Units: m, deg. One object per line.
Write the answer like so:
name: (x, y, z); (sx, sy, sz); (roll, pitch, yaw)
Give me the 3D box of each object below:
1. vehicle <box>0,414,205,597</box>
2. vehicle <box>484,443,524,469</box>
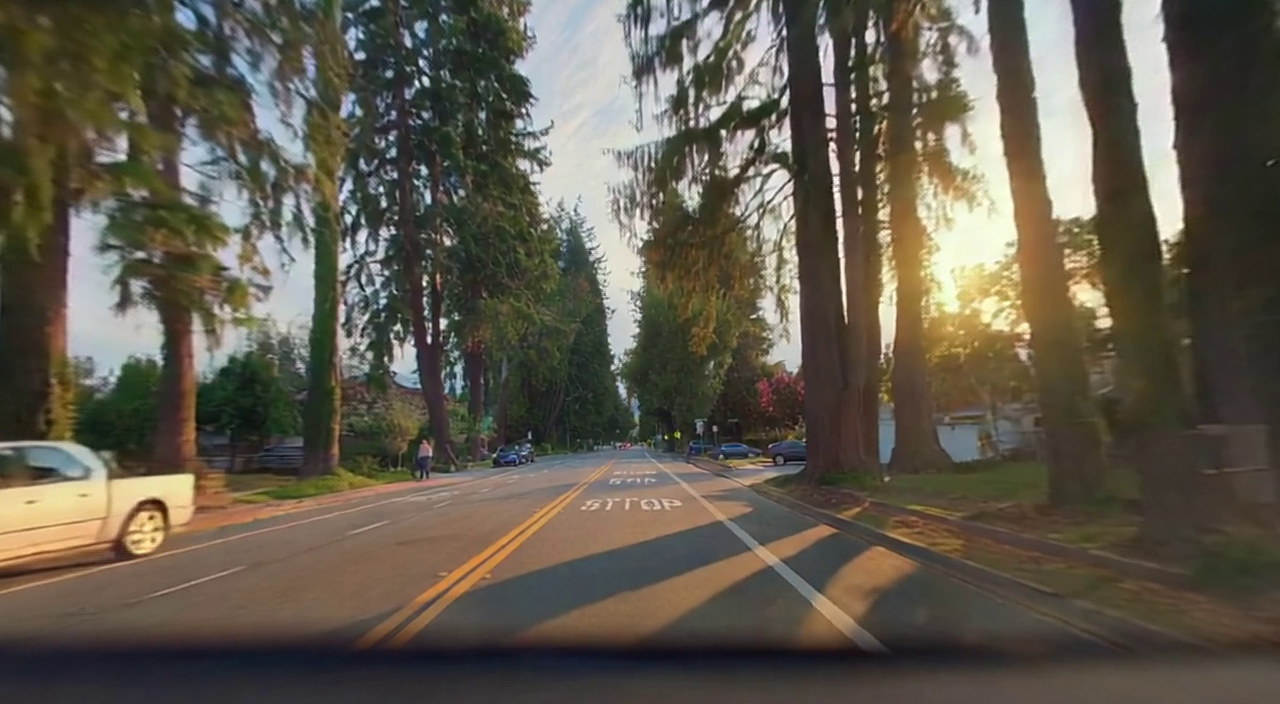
vehicle: (-7.241, 1.607, 6.543); (2.063, 1.756, 4.792); (-4, -8, 0)
vehicle: (-9.392, 7.222, 43.791); (1.998, 1.684, 4.180); (1, -8, -2)
